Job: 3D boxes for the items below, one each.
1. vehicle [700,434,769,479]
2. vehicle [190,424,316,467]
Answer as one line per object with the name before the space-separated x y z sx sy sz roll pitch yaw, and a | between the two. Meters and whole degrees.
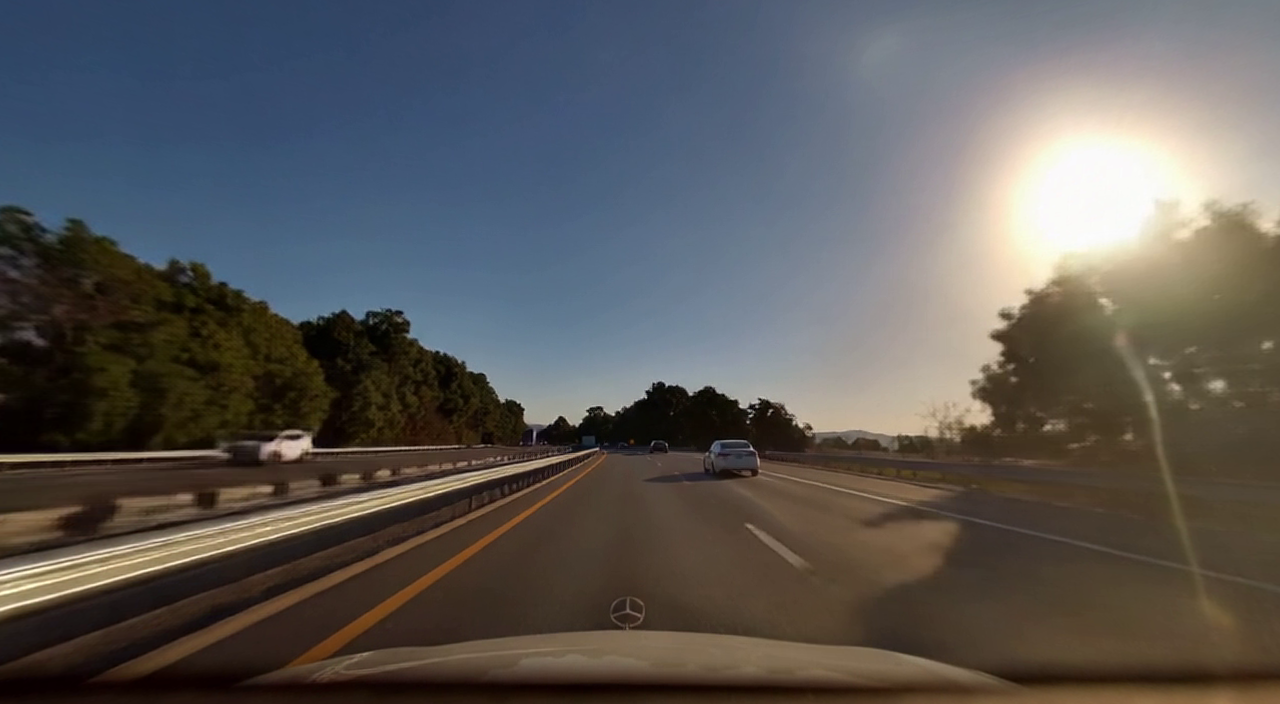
vehicle | 3.429 3.879 23.598 1.945 1.538 3.729 0 -8 -1
vehicle | -16.648 4.052 27.434 2.184 1.667 5.019 -1 -8 2
